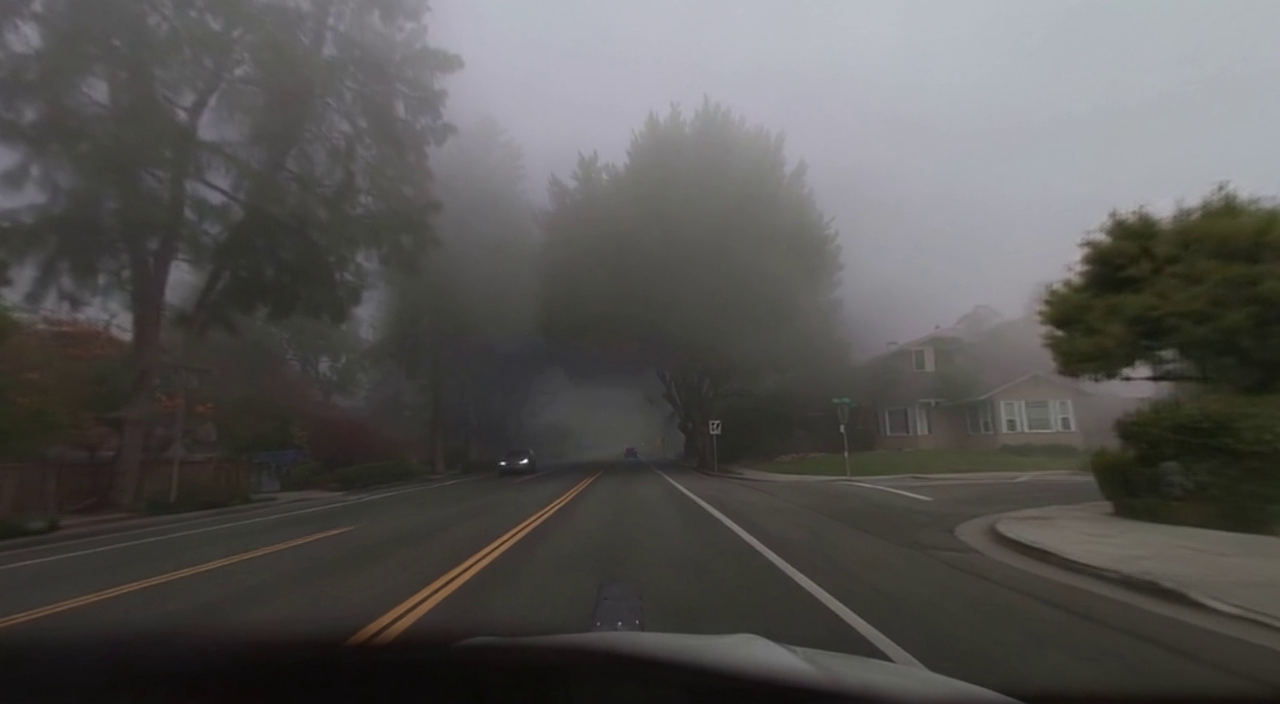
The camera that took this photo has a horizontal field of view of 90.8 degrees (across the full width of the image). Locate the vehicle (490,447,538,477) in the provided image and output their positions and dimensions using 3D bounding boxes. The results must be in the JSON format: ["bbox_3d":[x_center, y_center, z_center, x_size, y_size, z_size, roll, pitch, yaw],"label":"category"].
[{"bbox_3d":[-7.492,6.556,38.007,1.994,1.646,4.276,0,-9,0],"label":"vehicle"}]
